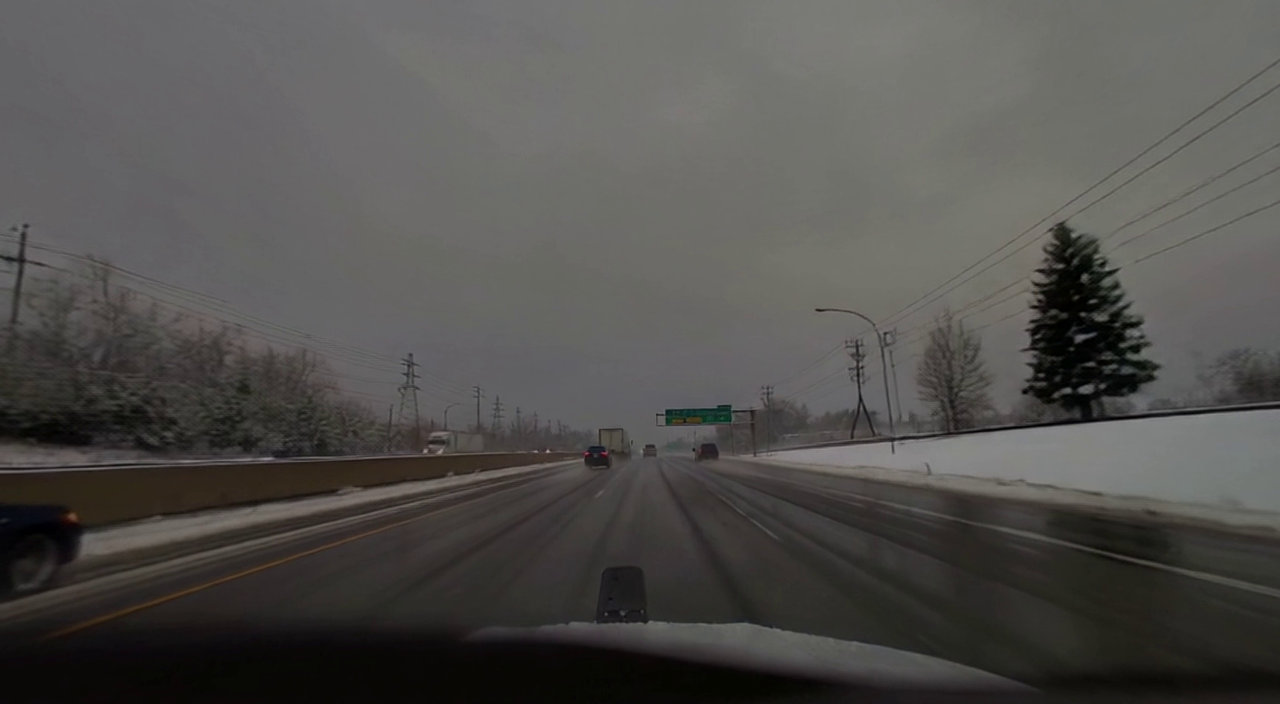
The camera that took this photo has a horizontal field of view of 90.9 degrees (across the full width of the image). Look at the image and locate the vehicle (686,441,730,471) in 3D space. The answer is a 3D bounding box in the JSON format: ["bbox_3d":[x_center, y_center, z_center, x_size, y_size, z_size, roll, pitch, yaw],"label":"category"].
[{"bbox_3d":[4.305,6.639,40.379,2.214,1.799,4.627,0,-9,-1],"label":"vehicle"}]

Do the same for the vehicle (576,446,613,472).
[{"bbox_3d":[-2.797,6.660,39.453,2.004,1.498,4.043,0,-9,1],"label":"vehicle"}]

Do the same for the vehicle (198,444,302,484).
[{"bbox_3d":[-15.336,4.395,25.014,1.790,1.461,3.501,0,-9,1],"label":"vehicle"}]
